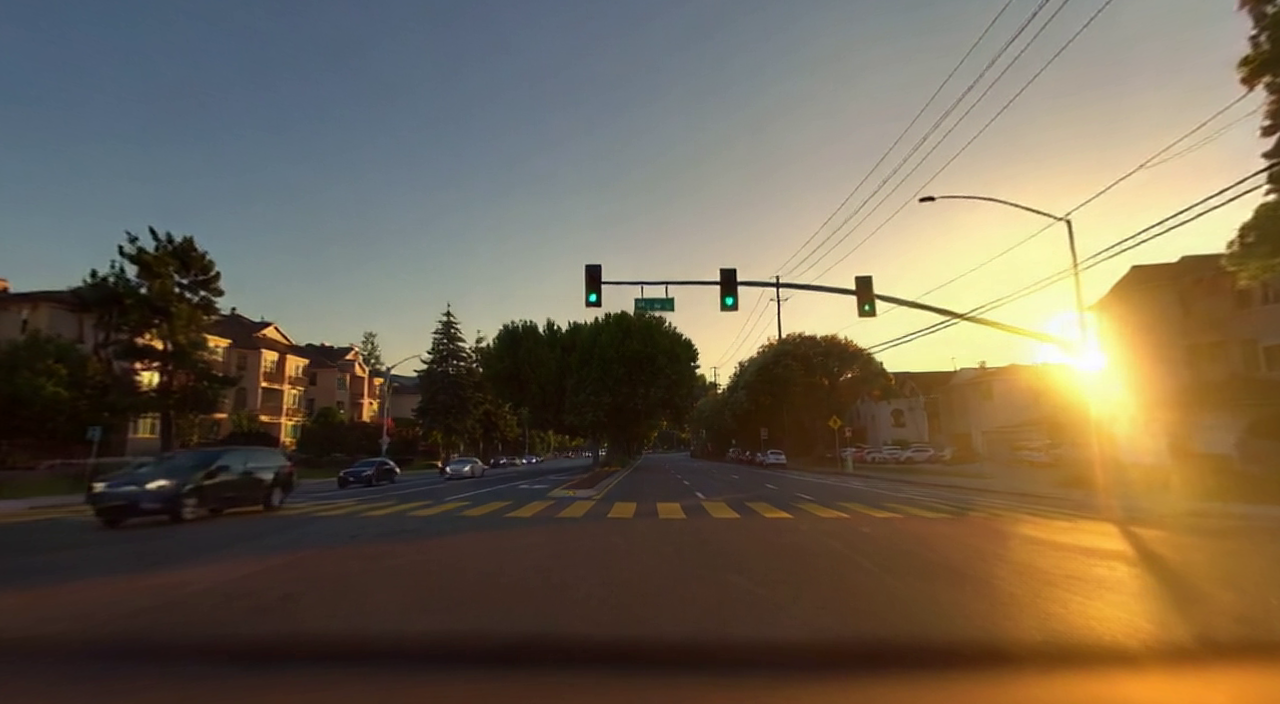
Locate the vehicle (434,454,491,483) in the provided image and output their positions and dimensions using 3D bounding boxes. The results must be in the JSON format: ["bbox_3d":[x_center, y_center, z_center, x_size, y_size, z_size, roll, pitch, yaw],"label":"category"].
[{"bbox_3d":[-10.110,6.645,36.268,1.899,1.464,4.418,-1,-8,2],"label":"vehicle"}]

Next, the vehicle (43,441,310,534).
[{"bbox_3d":[-10.689,3.113,15.312,2.249,1.825,5.378,-1,-8,2],"label":"vehicle"}]

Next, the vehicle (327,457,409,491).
[{"bbox_3d":[-13.454,6.018,31.528,1.909,1.449,4.775,-1,-8,1],"label":"vehicle"}]
